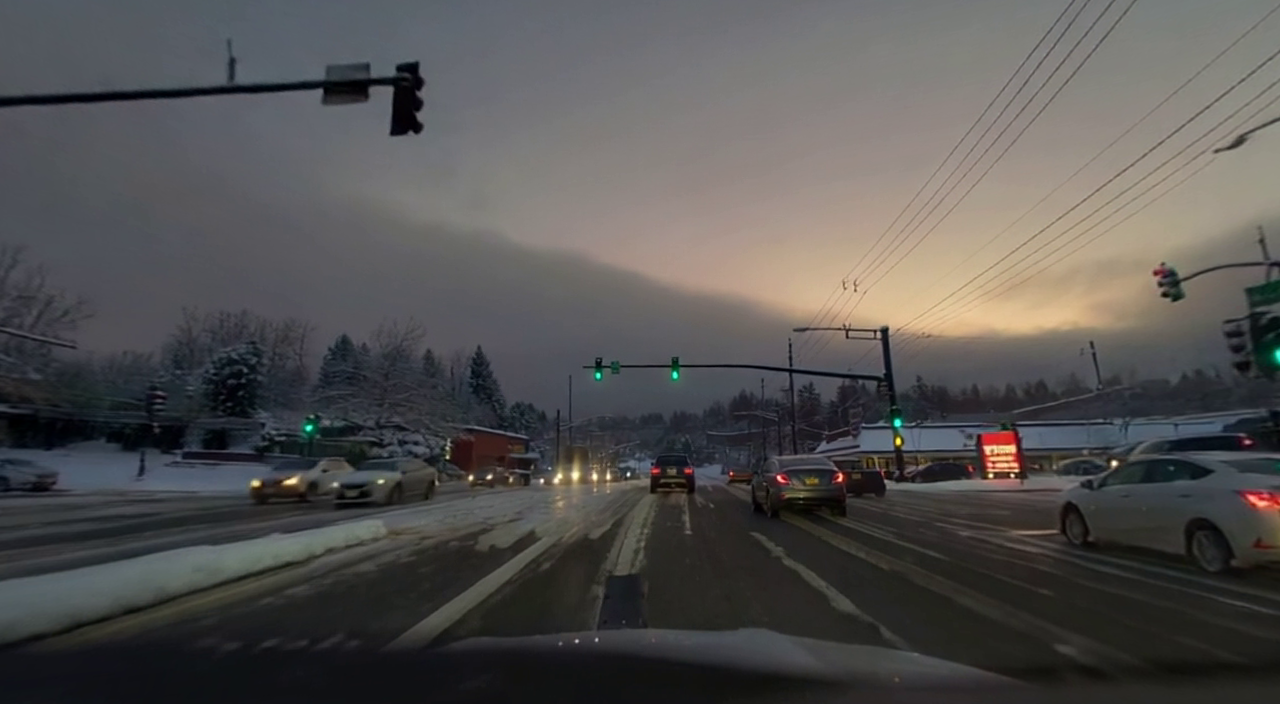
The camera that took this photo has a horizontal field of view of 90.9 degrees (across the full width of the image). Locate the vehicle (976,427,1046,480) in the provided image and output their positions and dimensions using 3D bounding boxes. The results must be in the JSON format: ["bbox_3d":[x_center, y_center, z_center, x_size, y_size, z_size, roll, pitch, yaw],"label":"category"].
[{"bbox_3d":[19.577,5.282,33.104,2.521,2.491,5.455,-7,-11,34],"label":"vehicle"}]

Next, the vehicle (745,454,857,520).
[{"bbox_3d":[4.214,3.588,17.354,1.963,1.484,4.609,0,-9,1],"label":"vehicle"}]

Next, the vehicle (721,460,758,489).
[{"bbox_3d":[6.618,8.210,42.360,2.036,1.719,4.318,-1,-9,4],"label":"vehicle"}]

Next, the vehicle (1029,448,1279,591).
[{"bbox_3d":[7.663,2.045,8.532,1.911,1.466,4.572,0,-9,1],"label":"vehicle"}]

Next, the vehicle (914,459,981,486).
[{"bbox_3d":[18.394,7.163,37.656,4.373,1.399,2.052,8,-11,-41],"label":"vehicle"}]

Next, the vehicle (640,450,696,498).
[{"bbox_3d":[1.257,5.189,27.294,2.210,1.861,4.280,-1,-9,4],"label":"vehicle"}]

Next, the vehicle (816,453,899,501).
[{"bbox_3d":[8.852,5.093,26.113,2.040,1.738,4.414,0,-9,3],"label":"vehicle"}]

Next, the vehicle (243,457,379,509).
[{"bbox_3d":[-11.170,4.449,21.900,1.938,1.506,4.771,-1,-9,4],"label":"vehicle"}]

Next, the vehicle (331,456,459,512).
[{"bbox_3d":[-7.605,4.124,20.180,1.993,1.491,4.673,-1,-9,4],"label":"vehicle"}]

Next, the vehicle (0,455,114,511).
[{"bbox_3d":[-18.623,3.910,19.195,4.404,1.462,2.075,-4,-9,23],"label":"vehicle"}]

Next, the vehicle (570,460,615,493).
[{"bbox_3d":[-2.797,7.462,38.104,2.041,1.494,4.647,-3,-6,4],"label":"vehicle"}]
